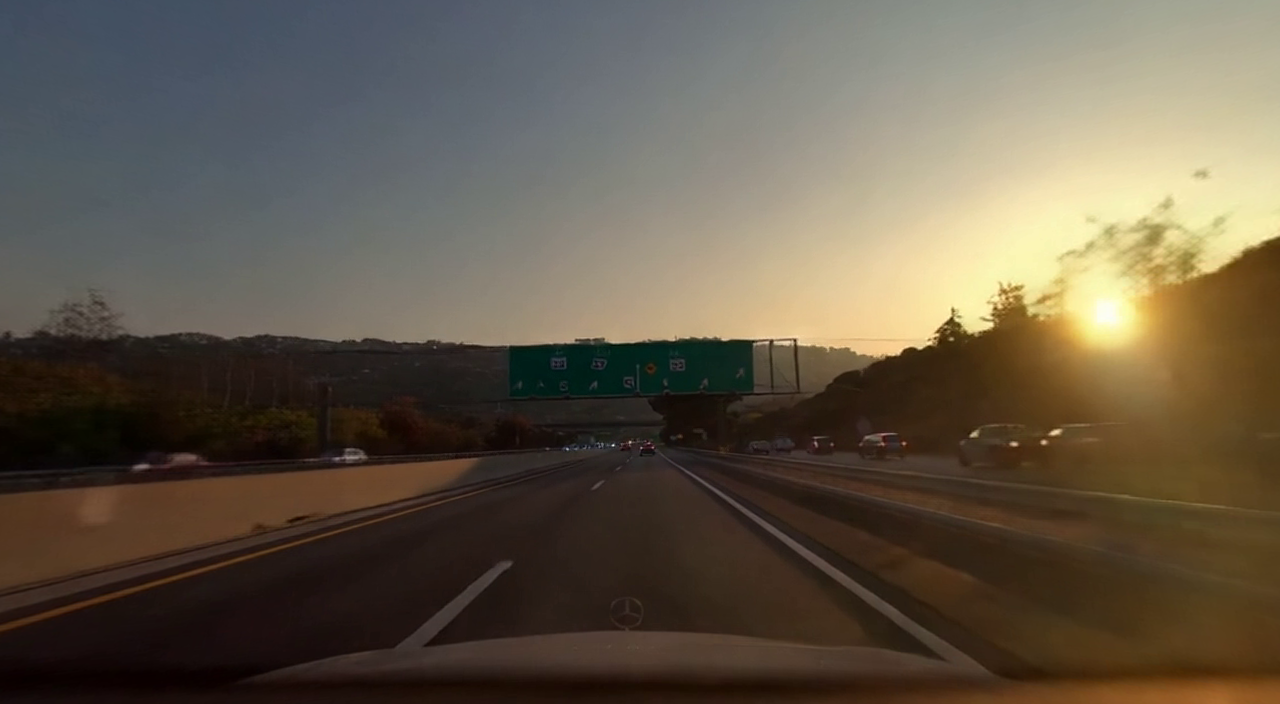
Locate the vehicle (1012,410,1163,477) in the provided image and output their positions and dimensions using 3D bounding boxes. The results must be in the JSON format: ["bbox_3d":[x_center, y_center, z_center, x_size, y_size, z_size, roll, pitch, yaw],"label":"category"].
[{"bbox_3d":[27.520,5.742,39.517,3.034,3.655,8.487,-1,-8,0],"label":"vehicle"}]

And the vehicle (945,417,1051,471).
[{"bbox_3d":[27.363,7.153,48.820,2.998,3.768,8.212,0,-9,-2],"label":"vehicle"}]
